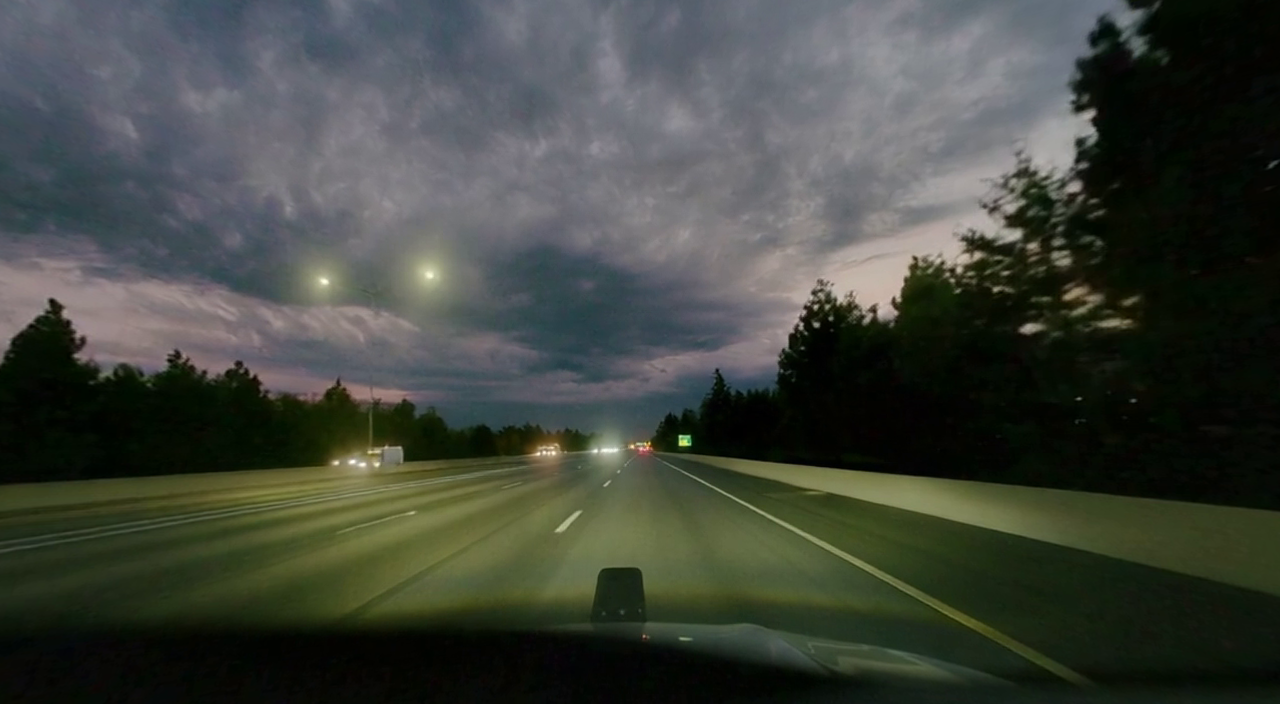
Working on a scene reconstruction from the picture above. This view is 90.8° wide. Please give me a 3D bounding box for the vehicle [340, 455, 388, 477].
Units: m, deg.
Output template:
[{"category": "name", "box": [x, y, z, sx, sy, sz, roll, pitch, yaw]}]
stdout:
[{"category": "vehicle", "box": [-19.696, 8.146, 45.229, 1.728, 1.495, 3.757, 0, -9, 0]}]
